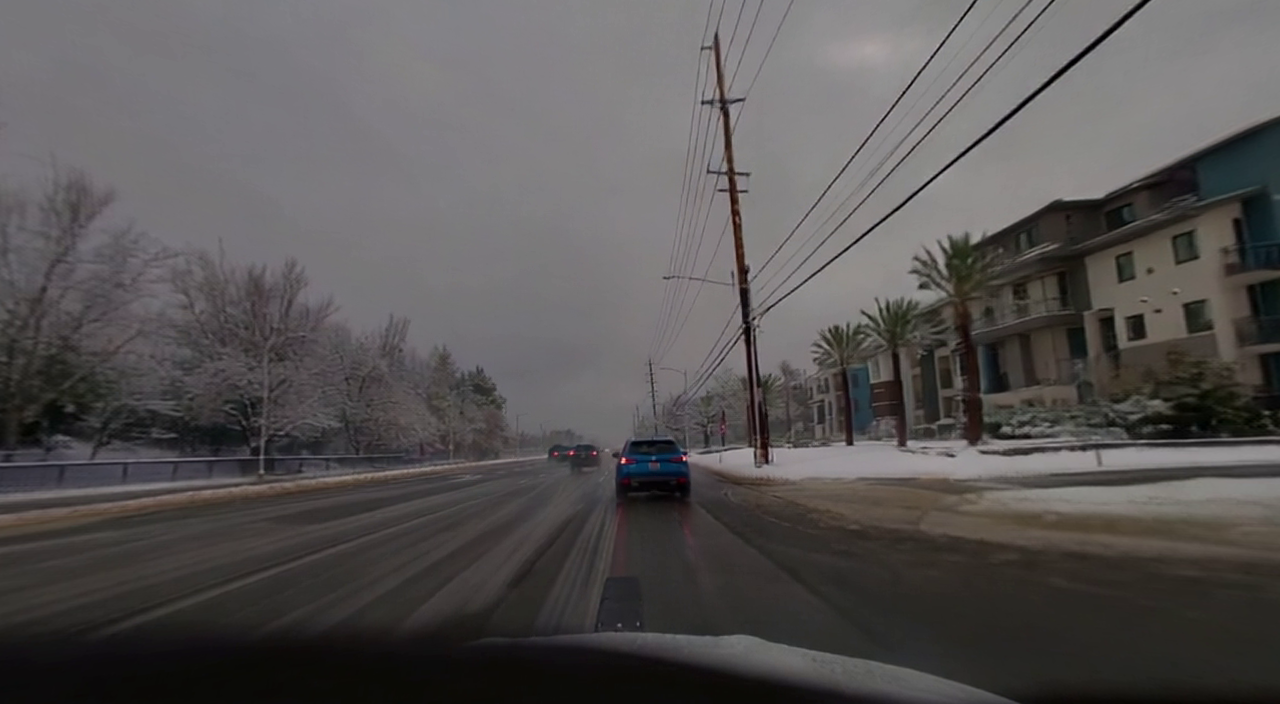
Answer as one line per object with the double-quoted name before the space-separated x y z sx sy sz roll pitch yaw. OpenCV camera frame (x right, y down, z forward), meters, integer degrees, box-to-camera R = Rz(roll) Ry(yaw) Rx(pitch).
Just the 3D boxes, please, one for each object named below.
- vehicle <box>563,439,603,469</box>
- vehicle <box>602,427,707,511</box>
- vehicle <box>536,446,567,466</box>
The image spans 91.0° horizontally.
"vehicle" -3.721 6.751 41.839 2.169 1.796 4.821 0 -9 1
"vehicle" 0.242 2.757 15.269 2.198 1.706 4.166 0 -9 -2
"vehicle" -6.959 8.214 49.978 1.910 1.484 3.980 0 -9 0
